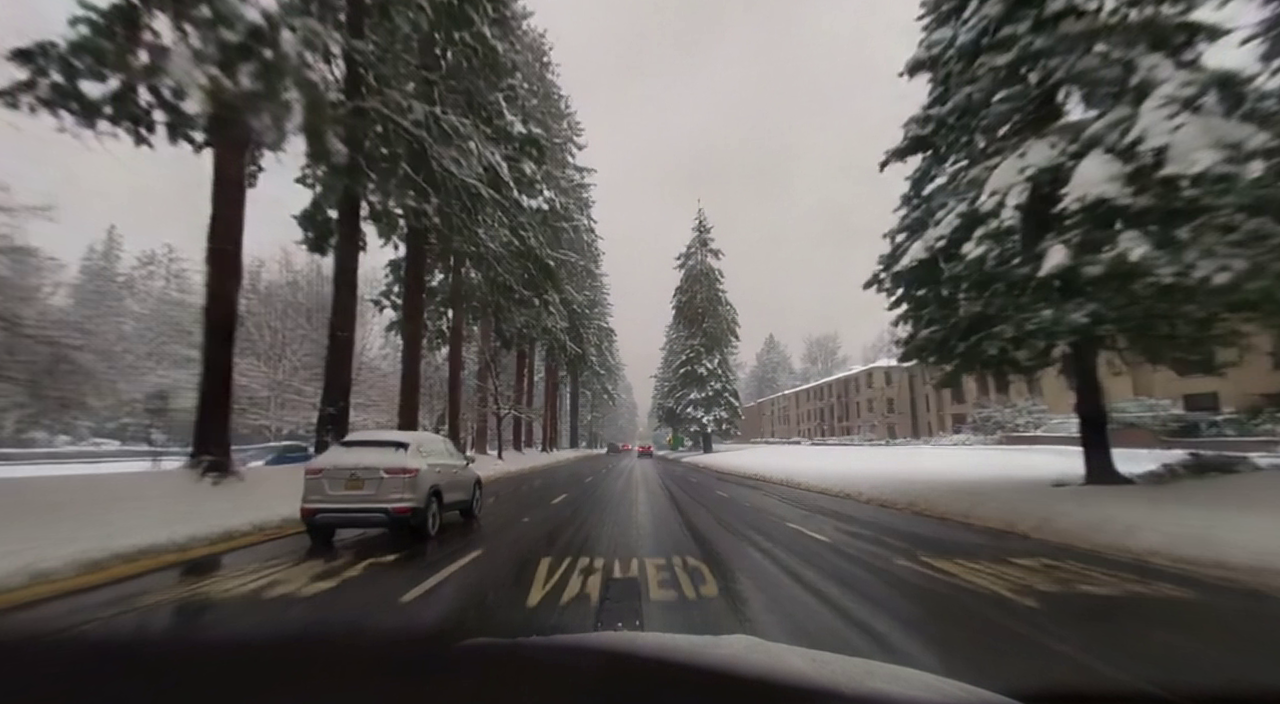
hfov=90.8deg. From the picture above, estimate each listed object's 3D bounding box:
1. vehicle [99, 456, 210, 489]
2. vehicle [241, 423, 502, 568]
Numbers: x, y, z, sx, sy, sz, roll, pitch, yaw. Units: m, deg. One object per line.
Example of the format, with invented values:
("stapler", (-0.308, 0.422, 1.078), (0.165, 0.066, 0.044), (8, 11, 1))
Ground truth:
("vehicle", (-24.521, 6.055, 32.168), (1.985, 1.464, 4.698), (0, -9, -1))
("vehicle", (-3.434, 1.904, 9.148), (1.942, 1.588, 4.172), (0, -9, 0))
